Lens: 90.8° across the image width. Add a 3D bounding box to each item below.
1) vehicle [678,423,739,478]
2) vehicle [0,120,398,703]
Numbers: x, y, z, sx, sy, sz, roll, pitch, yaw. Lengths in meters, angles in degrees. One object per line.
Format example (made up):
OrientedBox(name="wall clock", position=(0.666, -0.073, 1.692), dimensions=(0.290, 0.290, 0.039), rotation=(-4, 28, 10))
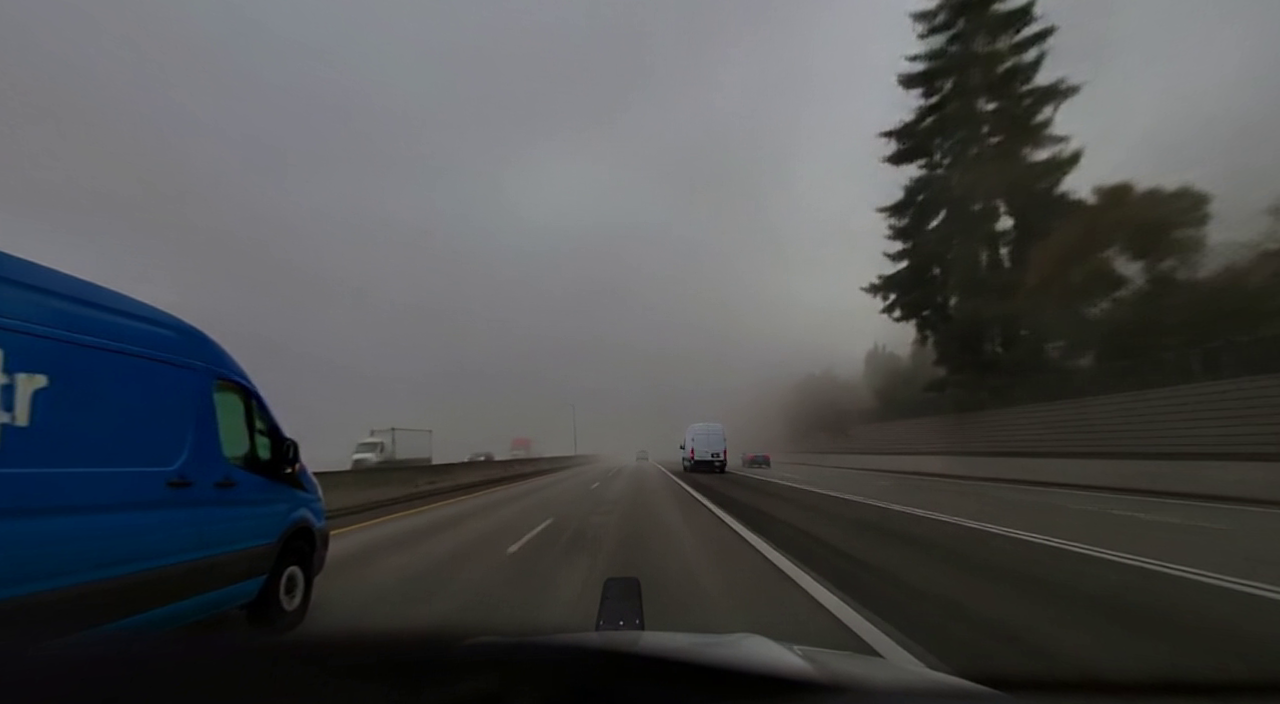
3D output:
OrientedBox(name="vehicle", position=(3.427, 5.108, 32.829), dimensions=(2.373, 2.561, 5.922), rotation=(0, -9, -1))
OrientedBox(name="vehicle", position=(-3.573, 0.501, 2.860), dimensions=(2.409, 2.523, 6.275), rotation=(0, -9, 0))
